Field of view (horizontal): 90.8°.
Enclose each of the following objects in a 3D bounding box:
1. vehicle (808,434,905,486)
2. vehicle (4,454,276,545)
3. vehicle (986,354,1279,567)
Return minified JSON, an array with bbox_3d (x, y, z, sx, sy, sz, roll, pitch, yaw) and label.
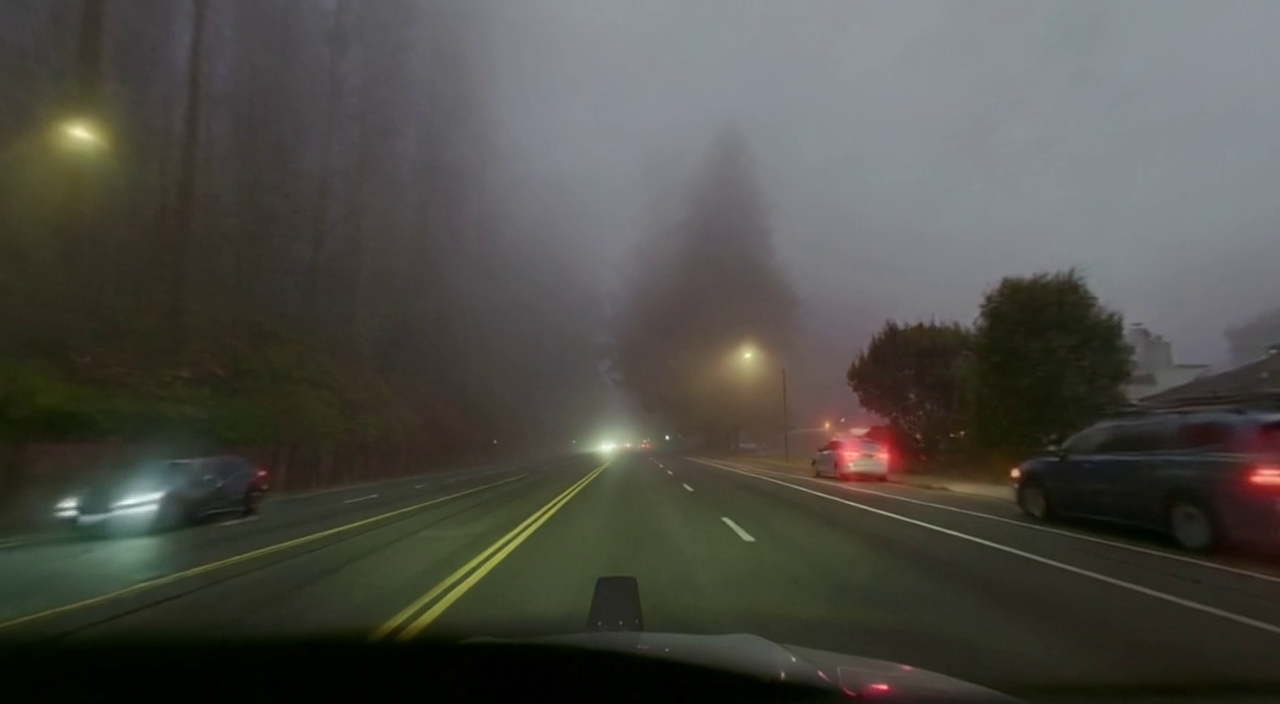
[{"bbox_3d":[7.357,3.704,21.945,1.965,1.623,4.096,0,-8,1],"label":"vehicle"},{"bbox_3d":[-9.720,2.853,12.913,1.910,1.452,4.447,0,-8,0],"label":"vehicle"},{"bbox_3d":[7.469,1.399,8.471,2.278,2.079,5.861,0,-8,0],"label":"vehicle"}]
